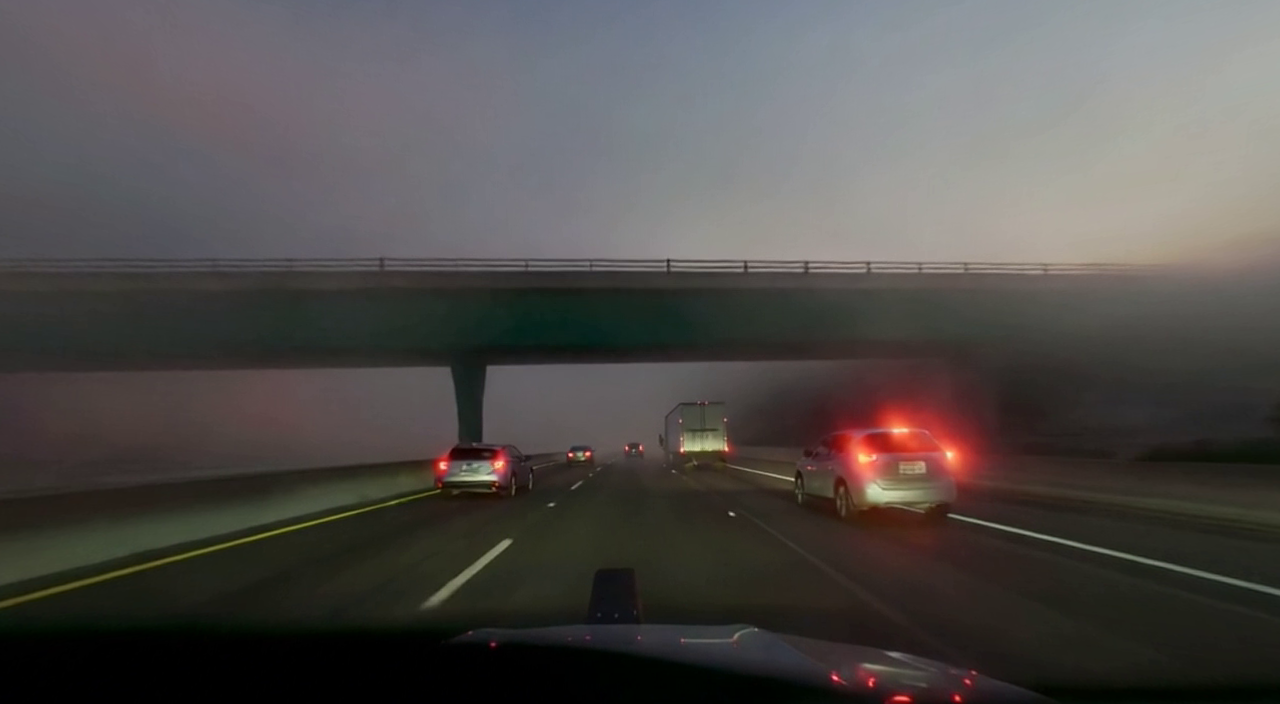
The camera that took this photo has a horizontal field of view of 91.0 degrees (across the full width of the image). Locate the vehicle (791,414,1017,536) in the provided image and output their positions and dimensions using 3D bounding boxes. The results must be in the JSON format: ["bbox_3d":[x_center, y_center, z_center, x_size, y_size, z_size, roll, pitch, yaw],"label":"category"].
[{"bbox_3d":[4.114,1.978,10.717,2.001,1.625,4.088,-1,-8,-1],"label":"vehicle"}]

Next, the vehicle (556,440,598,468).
[{"bbox_3d":[-3.607,5.896,36.717,2.064,1.479,4.370,-1,-8,-1],"label":"vehicle"}]

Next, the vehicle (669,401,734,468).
[{"bbox_3d":[3.627,5.319,40.241,2.824,3.585,11.410,-1,-8,-1],"label":"vehicle"}]

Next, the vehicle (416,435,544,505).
[{"bbox_3d":[-3.885,2.942,16.232,2.122,1.486,4.532,-1,-8,0],"label":"vehicle"}]
